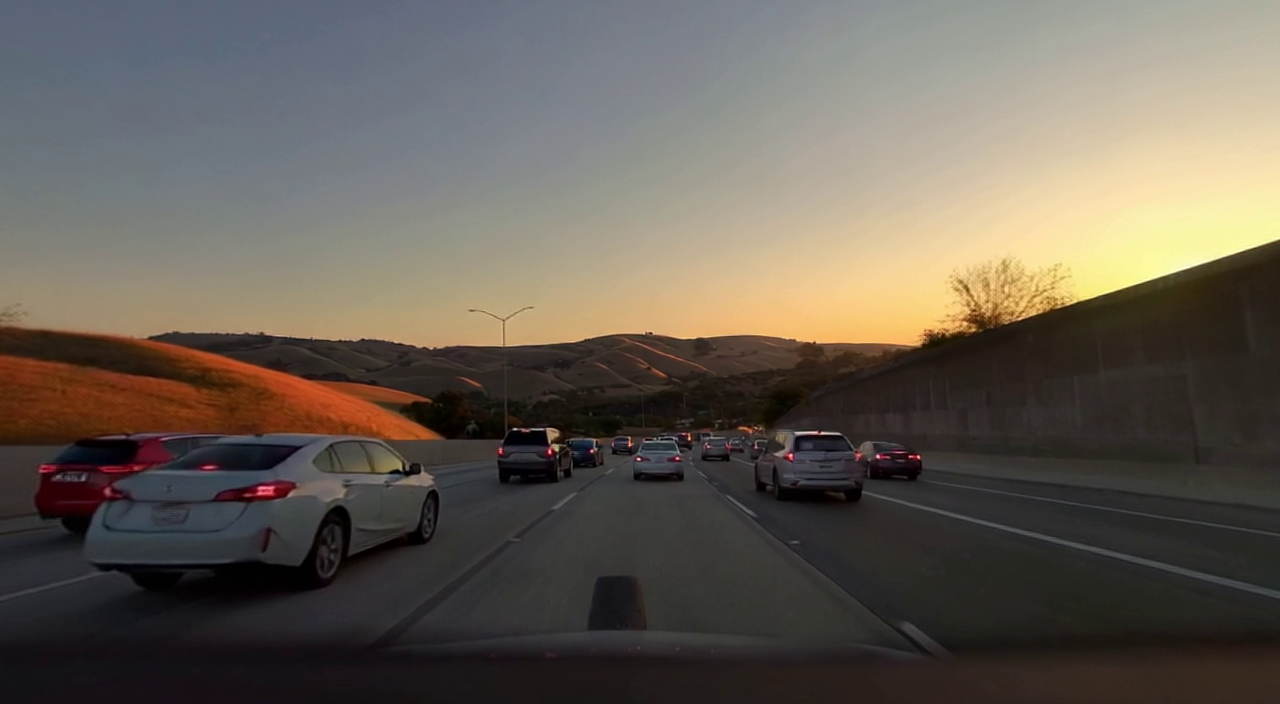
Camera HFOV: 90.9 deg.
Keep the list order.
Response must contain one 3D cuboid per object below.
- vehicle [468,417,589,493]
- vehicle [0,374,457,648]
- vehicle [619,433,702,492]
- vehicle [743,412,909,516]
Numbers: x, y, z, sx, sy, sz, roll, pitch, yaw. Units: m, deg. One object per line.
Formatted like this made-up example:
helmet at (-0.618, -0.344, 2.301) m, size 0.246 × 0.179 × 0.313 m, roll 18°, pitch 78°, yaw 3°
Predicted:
vehicle at (-3.014, 2.967, 18.544) m, size 2.301 × 1.902 × 5.374 m, roll -1°, pitch -8°, yaw 3°
vehicle at (-3.619, 1.316, 6.276) m, size 2.179 × 1.723 × 4.410 m, roll 0°, pitch -8°, yaw 1°
vehicle at (0.594, 3.108, 18.100) m, size 2.105 × 1.471 × 4.349 m, roll 0°, pitch -8°, yaw 2°
vehicle at (3.526, 2.230, 13.026) m, size 2.046 × 1.765 × 4.534 m, roll 0°, pitch -8°, yaw 0°
